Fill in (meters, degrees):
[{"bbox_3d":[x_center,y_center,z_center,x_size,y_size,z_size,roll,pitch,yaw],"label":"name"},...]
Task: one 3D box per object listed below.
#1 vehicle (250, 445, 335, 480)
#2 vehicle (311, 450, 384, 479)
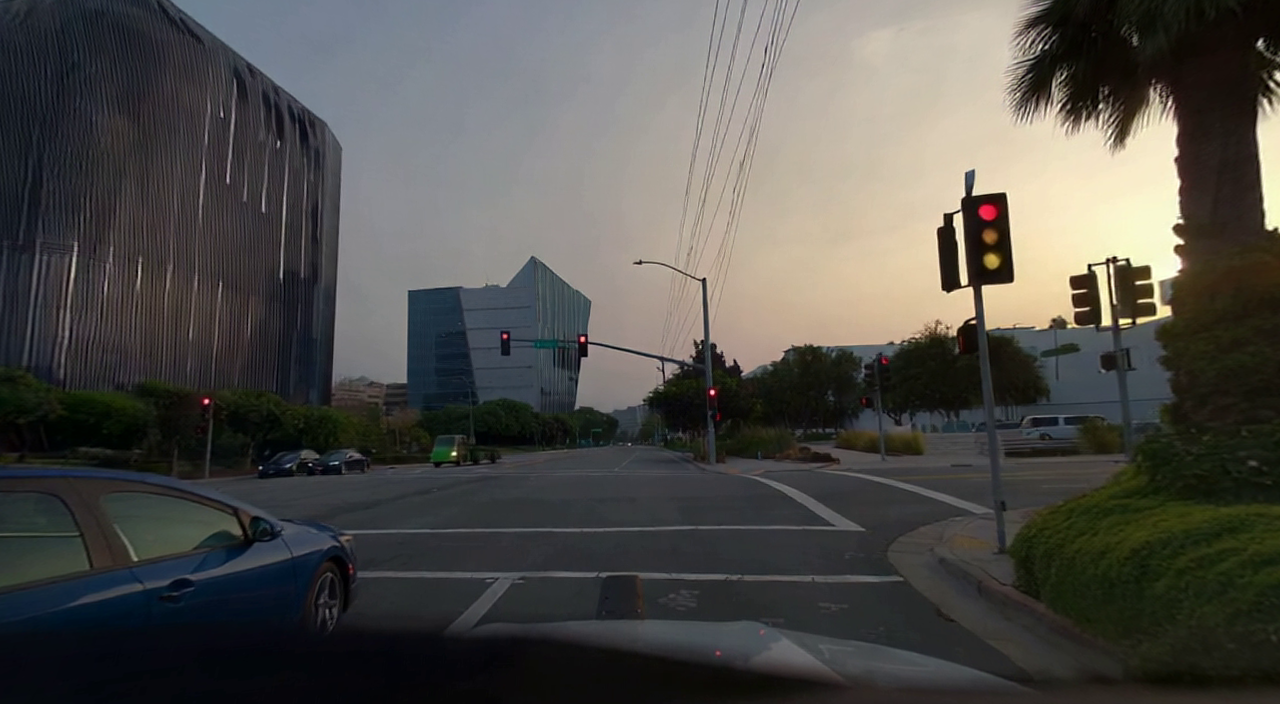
[{"bbox_3d":[-19.097,6.068,34.878,2.017,1.739,4.569,0,-9,1],"label":"vehicle"},{"bbox_3d":[-15.364,5.920,33.302,1.875,1.389,3.784,0,-9,3],"label":"vehicle"}]
